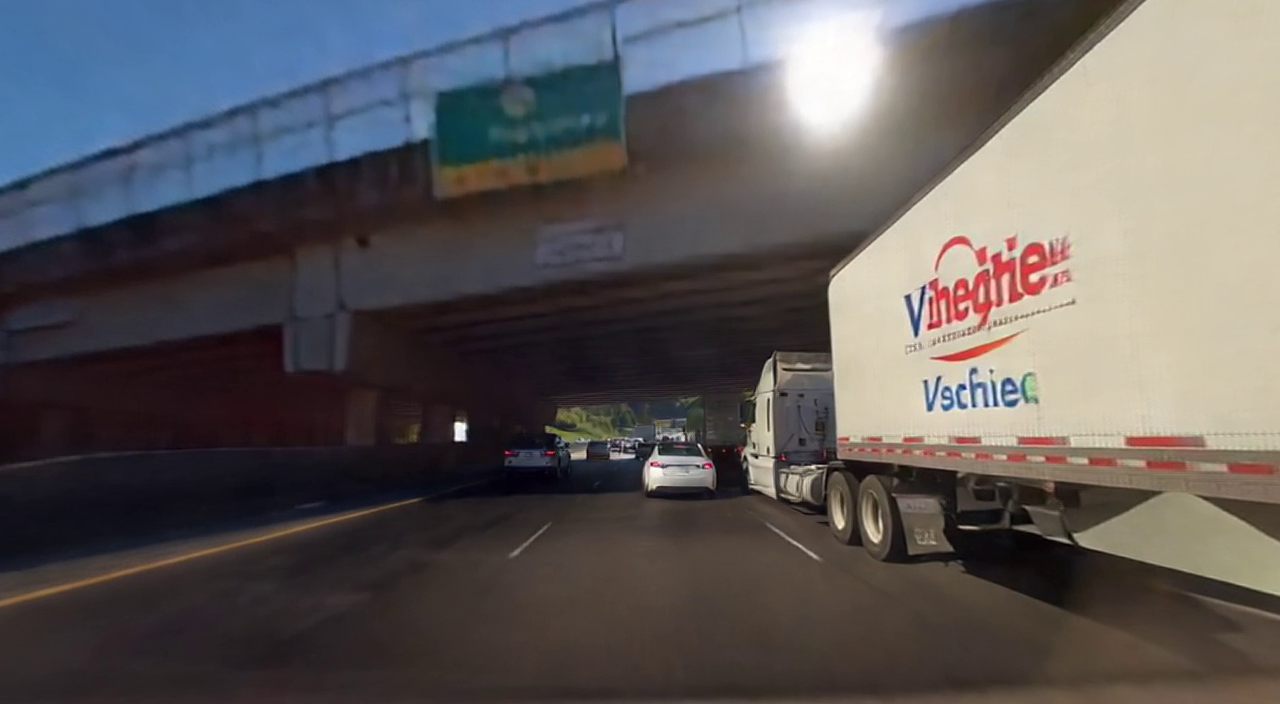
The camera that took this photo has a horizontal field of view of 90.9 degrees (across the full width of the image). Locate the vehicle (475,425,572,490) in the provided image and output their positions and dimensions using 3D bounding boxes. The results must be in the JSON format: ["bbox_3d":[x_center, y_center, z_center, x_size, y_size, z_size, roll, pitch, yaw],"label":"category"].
[{"bbox_3d":[-3.355,3.136,19.178,2.006,1.729,4.447,0,-8,1],"label":"vehicle"}]

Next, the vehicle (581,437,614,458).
[{"bbox_3d":[-3.268,7.527,49.740,2.181,1.538,4.169,0,-8,2],"label":"vehicle"}]

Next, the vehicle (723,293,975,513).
[{"bbox_3d":[4.756,1.858,18.822,2.883,4.070,14.423,0,-8,1],"label":"vehicle"}]

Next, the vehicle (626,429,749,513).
[{"bbox_3d":[0.851,2.431,13.555,2.200,1.495,4.282,0,-8,0],"label":"vehicle"}]

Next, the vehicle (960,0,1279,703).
[{"bbox_3d":[4.504,-0.289,2.703,2.981,3.988,6.053,0,-8,0],"label":"vehicle"}]
